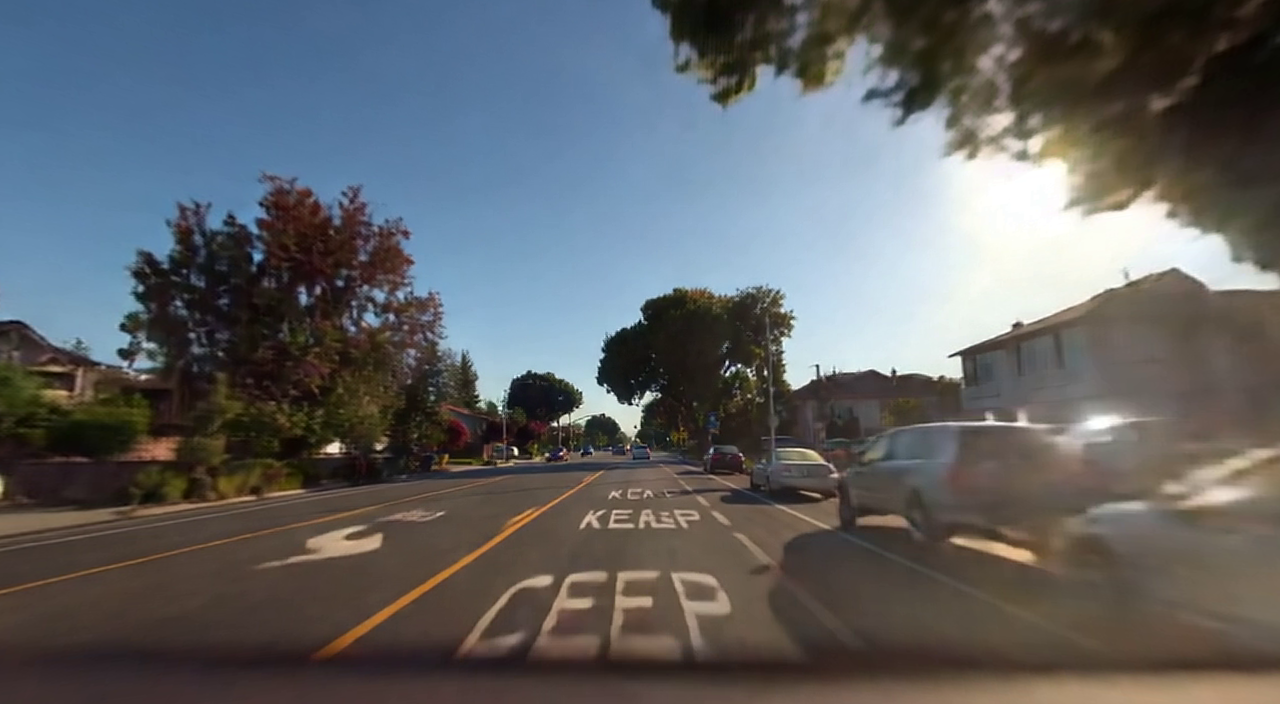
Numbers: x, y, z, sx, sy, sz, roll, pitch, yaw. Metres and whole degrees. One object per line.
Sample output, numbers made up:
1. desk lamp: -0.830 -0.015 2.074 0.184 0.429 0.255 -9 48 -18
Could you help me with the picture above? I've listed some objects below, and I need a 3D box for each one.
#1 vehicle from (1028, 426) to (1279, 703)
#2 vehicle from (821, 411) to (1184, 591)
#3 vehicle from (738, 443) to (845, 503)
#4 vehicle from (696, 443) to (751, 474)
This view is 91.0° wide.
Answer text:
1. vehicle: 4.319 1.134 3.199 1.918 1.510 4.323 0 -9 0
2. vehicle: 4.240 1.810 8.598 2.018 1.741 4.772 0 -9 -1
3. vehicle: 4.195 3.418 18.340 1.968 1.482 4.991 0 -9 1
4. vehicle: 4.416 5.761 34.305 2.154 1.550 5.785 0 -9 -1
